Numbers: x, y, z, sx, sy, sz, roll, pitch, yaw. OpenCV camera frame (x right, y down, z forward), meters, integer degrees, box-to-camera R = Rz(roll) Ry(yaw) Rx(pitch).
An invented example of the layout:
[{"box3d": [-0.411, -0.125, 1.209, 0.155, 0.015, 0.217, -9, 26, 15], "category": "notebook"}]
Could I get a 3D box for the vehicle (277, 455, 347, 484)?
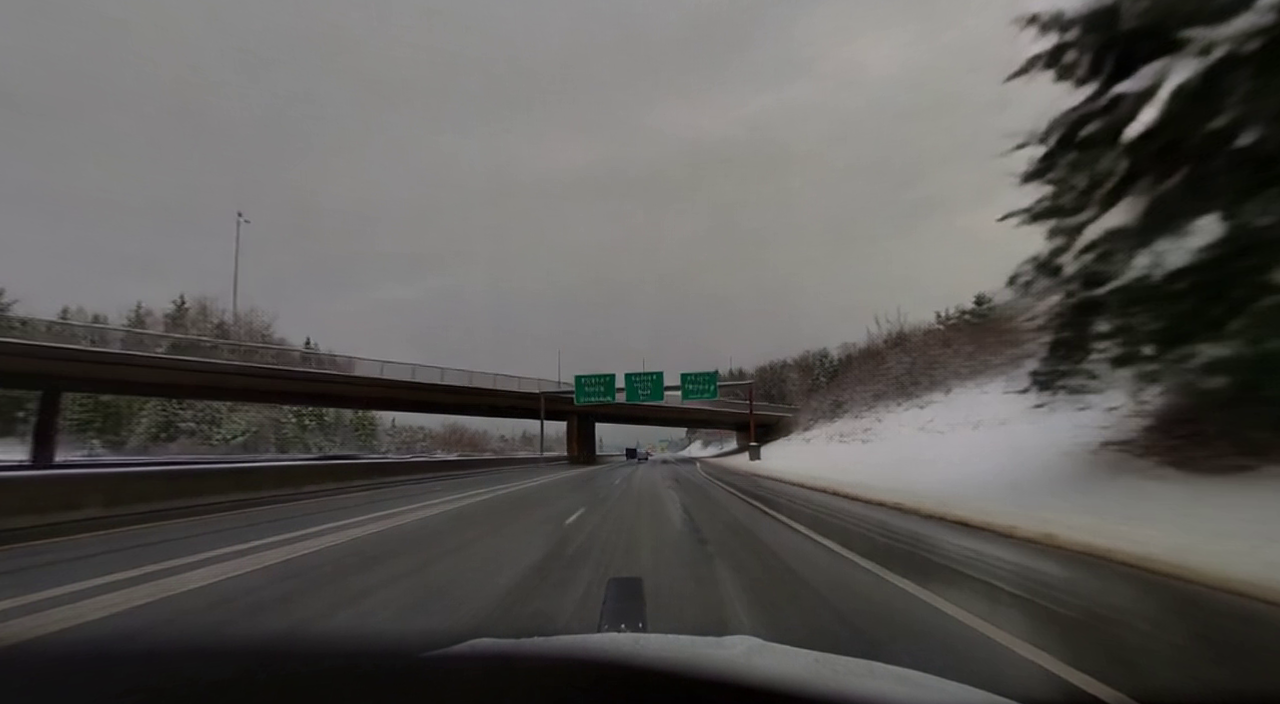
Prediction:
[{"box3d": [-18.232, 6.534, 35.225, 1.756, 1.438, 3.866, 0, -9, 1], "category": "vehicle"}]
